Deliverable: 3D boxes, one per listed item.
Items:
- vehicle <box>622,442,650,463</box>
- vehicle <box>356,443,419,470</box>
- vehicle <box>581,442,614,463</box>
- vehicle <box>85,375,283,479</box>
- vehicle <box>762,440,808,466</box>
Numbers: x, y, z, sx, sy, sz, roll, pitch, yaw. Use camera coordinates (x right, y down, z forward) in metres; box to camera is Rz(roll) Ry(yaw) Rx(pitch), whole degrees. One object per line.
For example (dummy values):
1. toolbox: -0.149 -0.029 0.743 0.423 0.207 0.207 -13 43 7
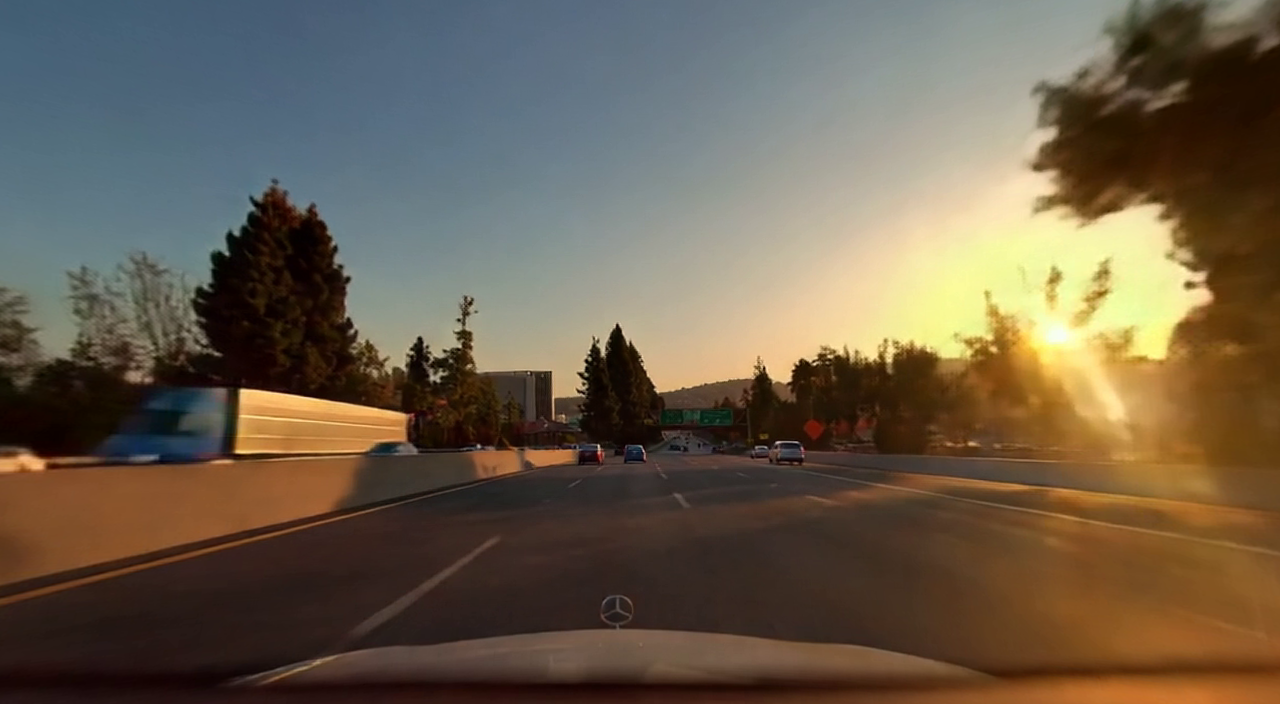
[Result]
1. vehicle: -0.280 7.592 47.945 1.977 1.513 3.546 0 -8 0
2. vehicle: -15.195 6.269 38.266 1.971 1.513 4.347 0 -8 1
3. vehicle: -3.230 7.769 48.972 2.154 1.530 4.519 0 -8 1
4. vehicle: -19.428 3.358 27.656 3.488 3.967 6.591 0 -8 1
5. vehicle: 10.085 7.023 44.250 2.130 1.703 4.572 0 -8 0
